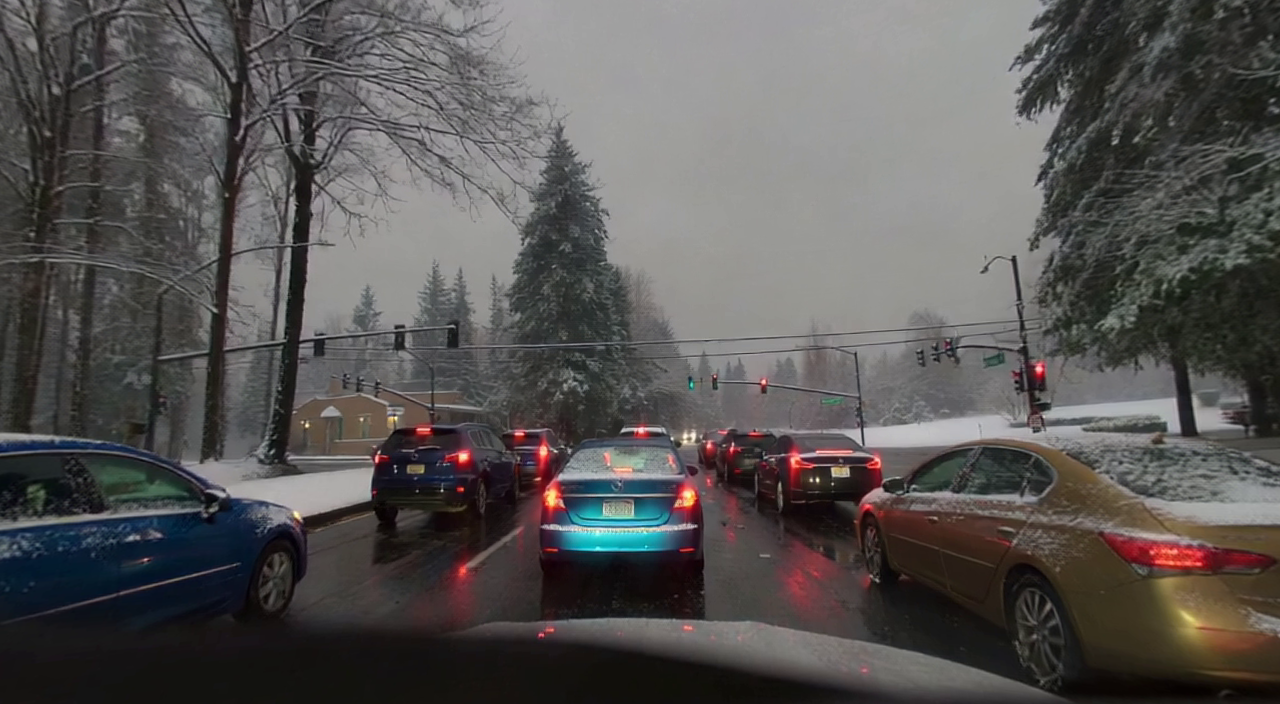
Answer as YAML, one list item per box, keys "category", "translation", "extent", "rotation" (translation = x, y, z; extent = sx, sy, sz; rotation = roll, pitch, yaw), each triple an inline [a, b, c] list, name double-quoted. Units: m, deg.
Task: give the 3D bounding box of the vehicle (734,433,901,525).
- category: "vehicle"
  translation: [3.174, 2.336, 12.327]
  extent: [1.975, 1.460, 4.357]
  rotation: [0, -8, 0]

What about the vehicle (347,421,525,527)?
- category: "vehicle"
  translation: [-3.731, 2.313, 12.478]
  extent: [1.961, 1.714, 4.268]
  rotation: [0, -8, 2]

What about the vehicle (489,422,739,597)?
- category: "vehicle"
  translation: [-0.259, 1.640, 7.403]
  extent: [2.147, 1.479, 3.803]
  rotation: [0, -8, -1]

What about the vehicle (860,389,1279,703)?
- category: "vehicle"
  translation: [3.132, 1.151, 4.055]
  extent: [1.903, 1.480, 4.270]
  rotation: [0, -8, 0]

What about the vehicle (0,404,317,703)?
- category: "vehicle"
  translation: [-3.654, 1.021, 2.995]
  extent: [1.935, 1.482, 4.433]
  rotation: [0, -8, -1]
